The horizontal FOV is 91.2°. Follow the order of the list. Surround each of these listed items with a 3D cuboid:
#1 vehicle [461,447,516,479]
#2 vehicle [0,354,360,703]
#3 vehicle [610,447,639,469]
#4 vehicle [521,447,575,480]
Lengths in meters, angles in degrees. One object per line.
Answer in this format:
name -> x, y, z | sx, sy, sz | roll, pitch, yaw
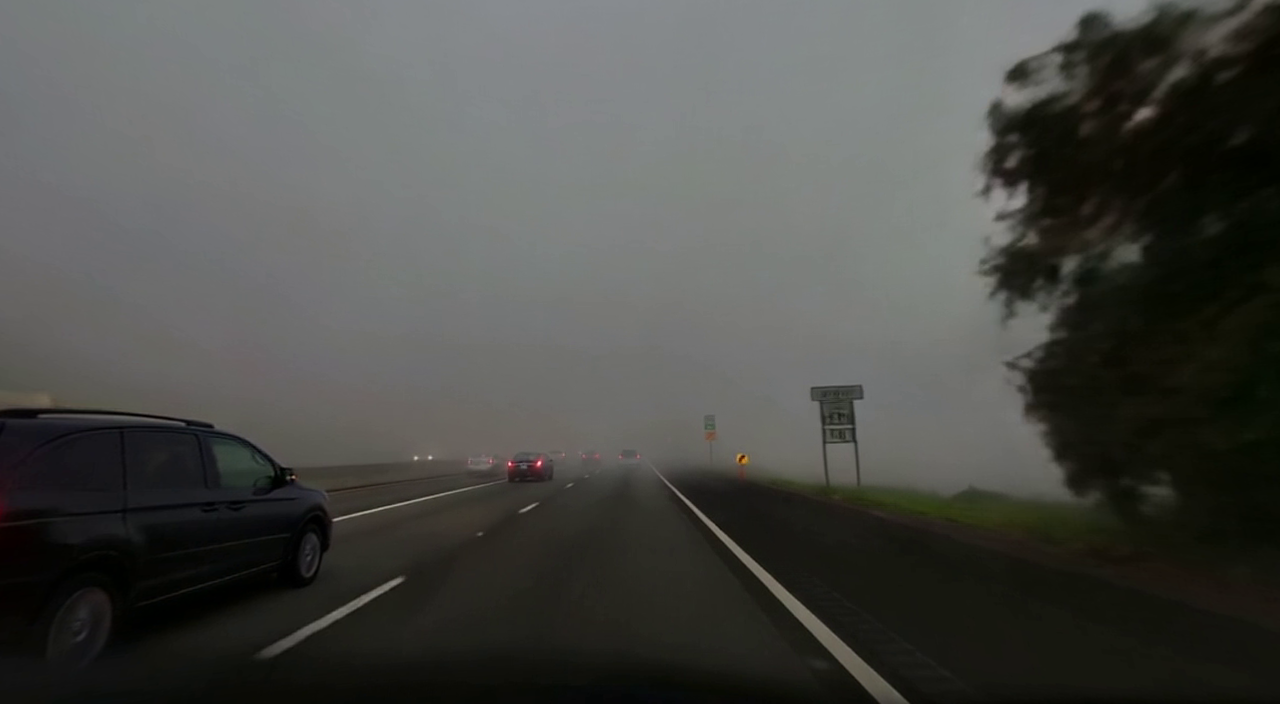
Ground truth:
vehicle -> -7.859, 5.760, 32.791 | 1.936, 1.516, 3.904 | 0, -9, 0
vehicle -> -4.038, 1.138, 4.341 | 2.074, 1.779, 4.588 | 0, -9, -1
vehicle -> -1.076, 7.656, 45.382 | 2.023, 1.479, 3.718 | 0, -9, -1
vehicle -> -4.338, 5.303, 30.023 | 1.988, 1.477, 4.118 | 0, -9, -1
